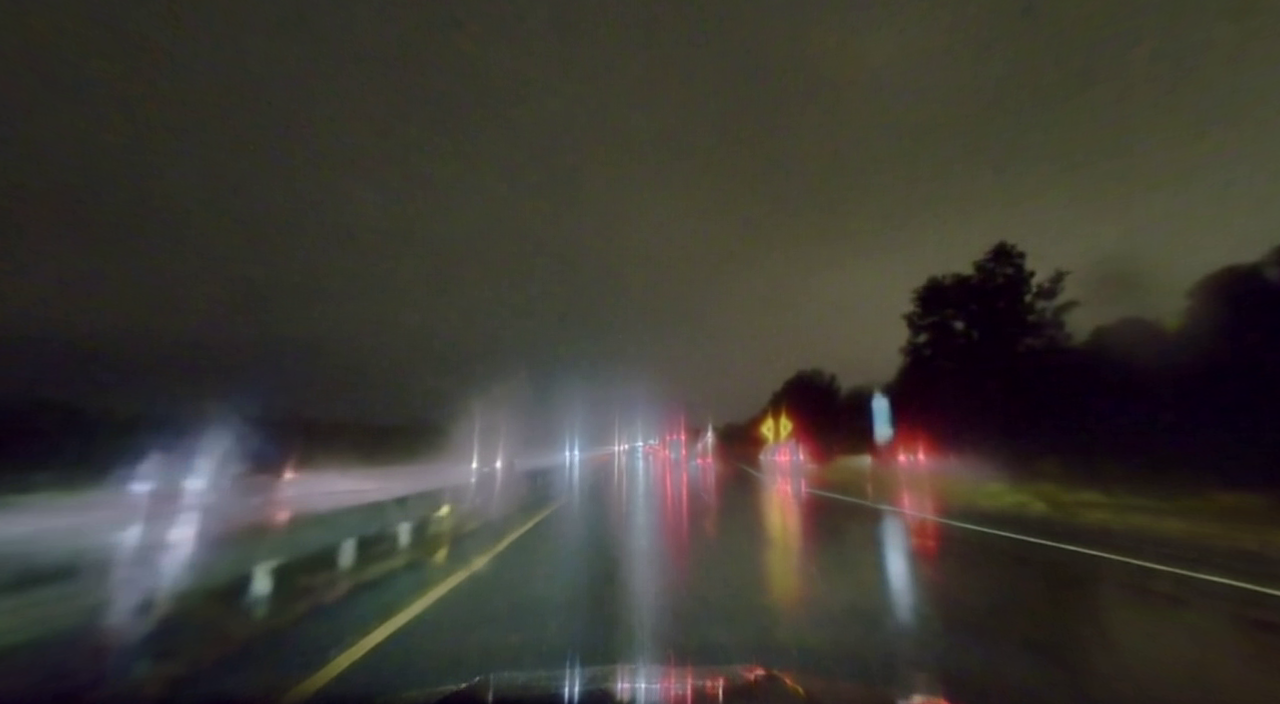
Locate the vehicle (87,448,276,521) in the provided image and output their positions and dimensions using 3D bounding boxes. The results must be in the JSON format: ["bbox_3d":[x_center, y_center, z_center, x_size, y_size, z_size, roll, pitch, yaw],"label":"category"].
[{"bbox_3d":[-13.180,3.777,18.522,2.110,1.813,4.799,0,-9,-3],"label":"vehicle"}]

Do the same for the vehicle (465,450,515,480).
[{"bbox_3d":[-8.656,6.528,36.511,1.961,1.587,4.391,0,-9,-2],"label":"vehicle"}]
